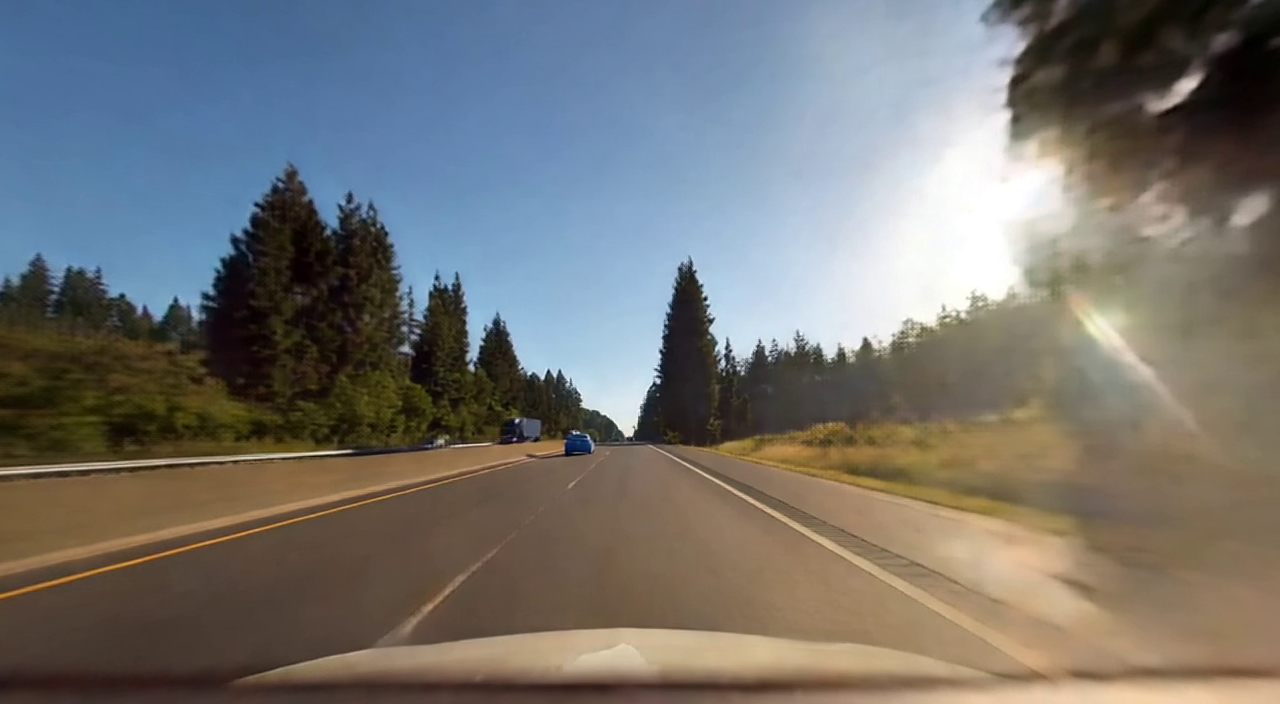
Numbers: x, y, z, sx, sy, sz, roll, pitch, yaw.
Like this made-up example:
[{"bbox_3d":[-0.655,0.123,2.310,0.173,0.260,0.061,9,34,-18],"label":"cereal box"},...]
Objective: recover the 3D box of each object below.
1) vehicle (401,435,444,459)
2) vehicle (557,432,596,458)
[{"bbox_3d":[-14.281,6.239,41.584,1.584,1.442,3.502,0,-8,0],"label":"vehicle"},{"bbox_3d":[-3.864,5.729,39.011,2.085,1.479,3.846,0,-8,-1],"label":"vehicle"}]
